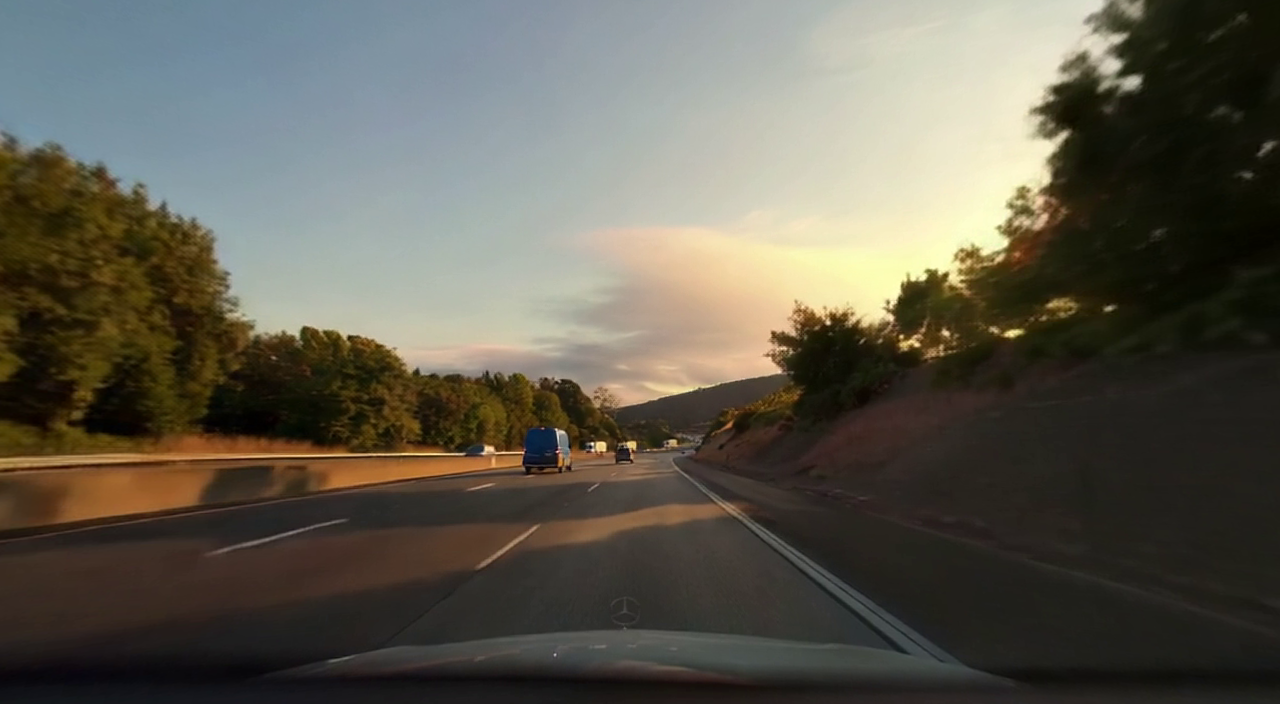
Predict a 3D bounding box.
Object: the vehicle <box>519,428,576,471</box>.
[{"bbox_3d":[-5.632,6.077,39.309,2.449,2.471,6.130,0,-9,2],"label":"vehicle"}]
